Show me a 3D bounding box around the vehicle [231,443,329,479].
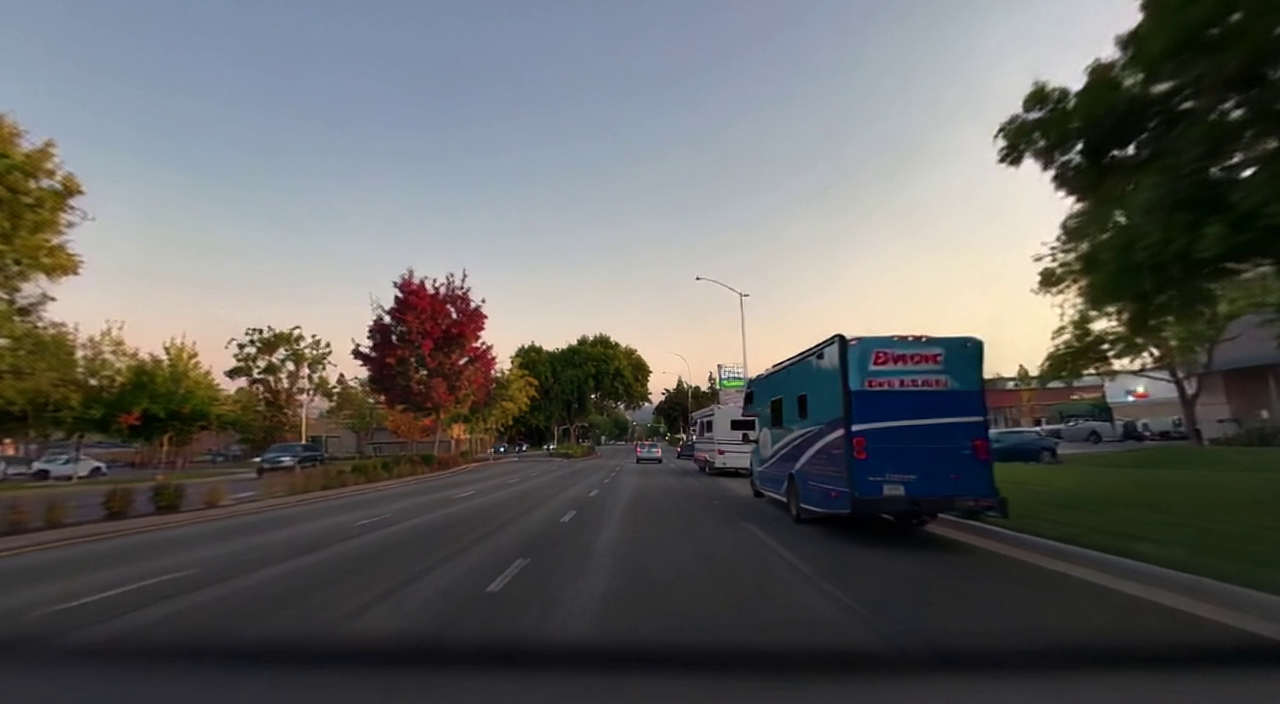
[{"bbox_3d":[-17.335,5.253,30.719,2.067,1.578,4.457,0,-9,1],"label":"vehicle"}]

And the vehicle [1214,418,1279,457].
[{"bbox_3d":[25.987,3.537,26.007,4.328,1.475,1.918,4,-10,-27],"label":"vehicle"}]

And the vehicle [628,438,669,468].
[{"bbox_3d":[0.430,5.527,34.841,2.103,1.506,4.742,0,-8,0],"label":"vehicle"}]

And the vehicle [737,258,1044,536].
[{"bbox_3d":[4.111,1.194,13.094,2.896,3.921,8.415,0,-9,1],"label":"vehicle"}]

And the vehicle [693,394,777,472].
[{"bbox_3d":[4.321,4.032,30.592,2.924,3.250,7.780,-1,-9,1],"label":"vehicle"}]

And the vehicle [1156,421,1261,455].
[{"bbox_3d":[26.163,3.960,29.059,4.362,1.481,1.766,3,-9,-23],"label":"vehicle"}]

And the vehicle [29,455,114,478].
[{"bbox_3d":[-39.314,7.918,43.845,1.756,1.470,4.454,0,-9,-1],"label":"vehicle"}]
